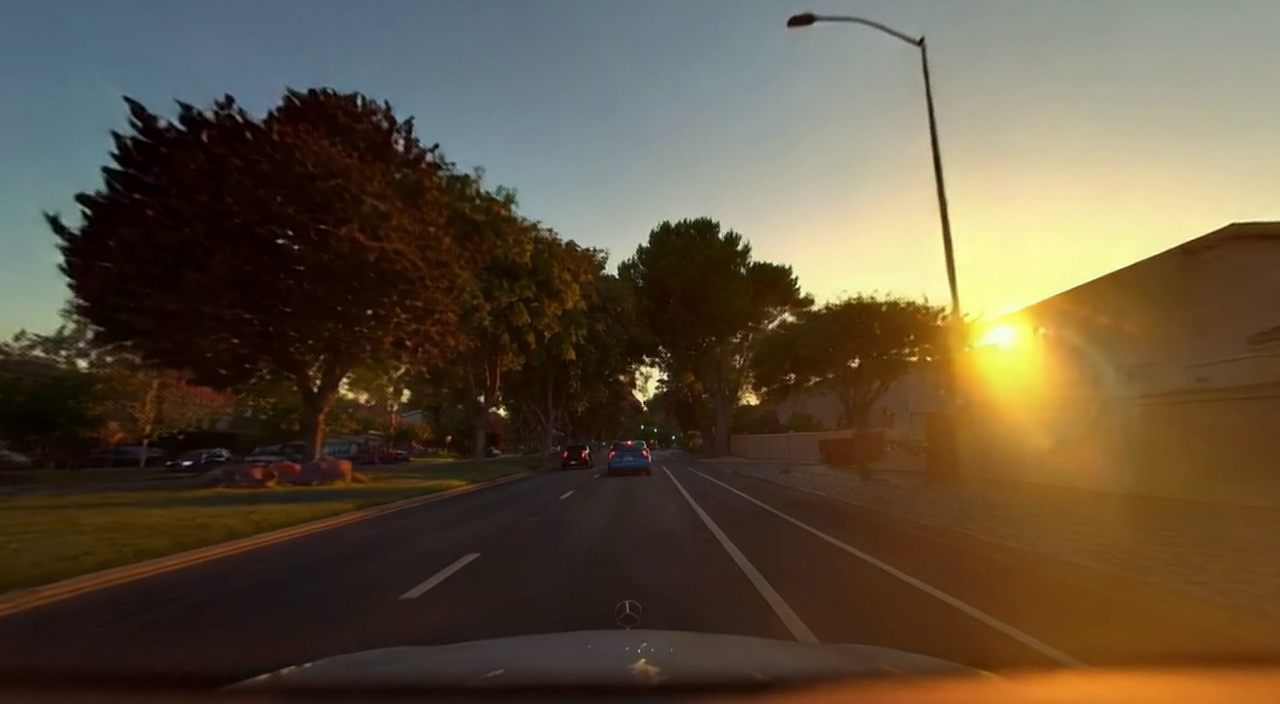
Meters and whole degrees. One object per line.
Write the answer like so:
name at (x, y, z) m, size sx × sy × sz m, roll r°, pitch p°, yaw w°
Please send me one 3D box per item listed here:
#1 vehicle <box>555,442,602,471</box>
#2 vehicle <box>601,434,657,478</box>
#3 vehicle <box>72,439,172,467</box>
vehicle at (-3.266, 5.671, 34.338) m, size 2.032 × 1.433 × 4.458 m, roll 0°, pitch -8°, yaw 1°
vehicle at (-0.412, 4.441, 26.991) m, size 2.220 × 1.742 × 4.047 m, roll 0°, pitch -8°, yaw 0°
vehicle at (-33.024, 6.471, 40.127) m, size 4.564 × 1.717 × 1.977 m, roll 0°, pitch -9°, yaw -1°
